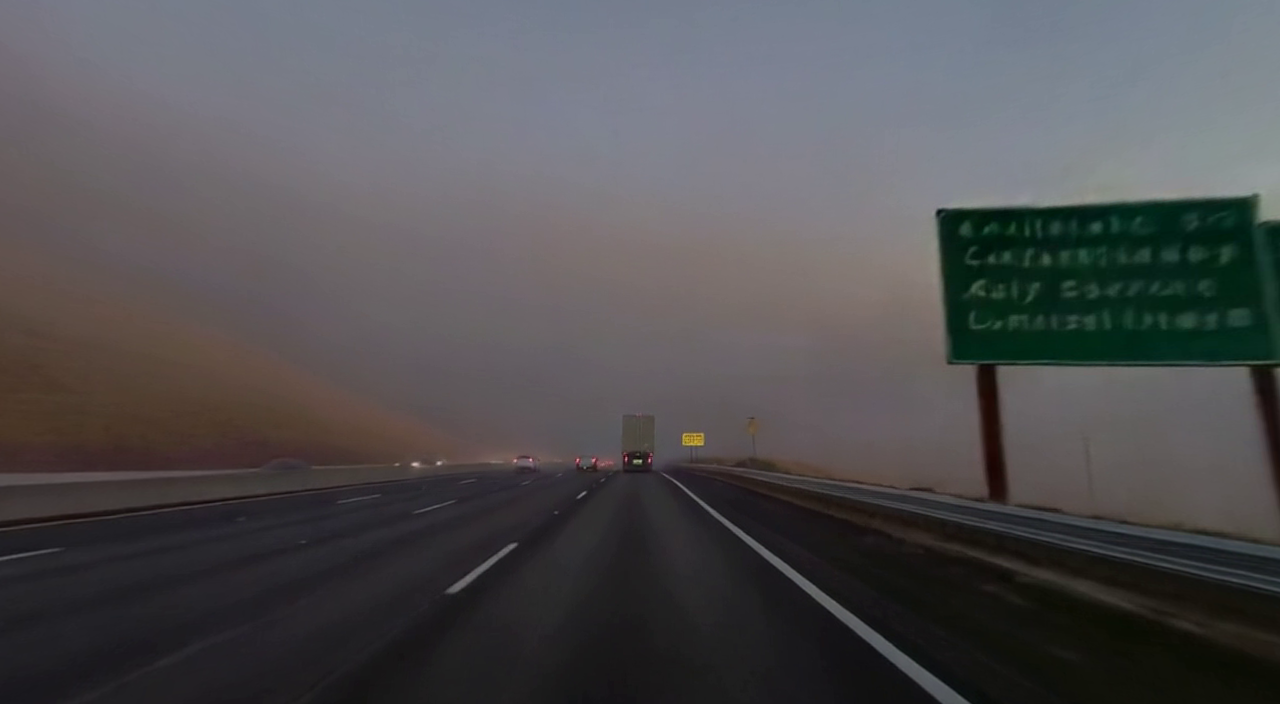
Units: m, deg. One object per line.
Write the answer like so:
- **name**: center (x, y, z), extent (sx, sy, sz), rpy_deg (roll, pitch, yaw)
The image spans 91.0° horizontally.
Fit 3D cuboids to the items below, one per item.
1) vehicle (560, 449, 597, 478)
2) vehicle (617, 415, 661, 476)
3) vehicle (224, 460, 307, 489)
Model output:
- **vehicle**: center (-4.064, 7.390, 42.044), extent (2.053, 1.746, 4.508), rpy_deg (-1, -9, 0)
- **vehicle**: center (-0.010, 7.432, 49.742), extent (3.039, 4.131, 11.822), rpy_deg (-1, -9, 1)
- **vehicle**: center (-21.917, 7.173, 37.097), extent (1.943, 1.506, 4.682), rpy_deg (-1, -9, 1)
